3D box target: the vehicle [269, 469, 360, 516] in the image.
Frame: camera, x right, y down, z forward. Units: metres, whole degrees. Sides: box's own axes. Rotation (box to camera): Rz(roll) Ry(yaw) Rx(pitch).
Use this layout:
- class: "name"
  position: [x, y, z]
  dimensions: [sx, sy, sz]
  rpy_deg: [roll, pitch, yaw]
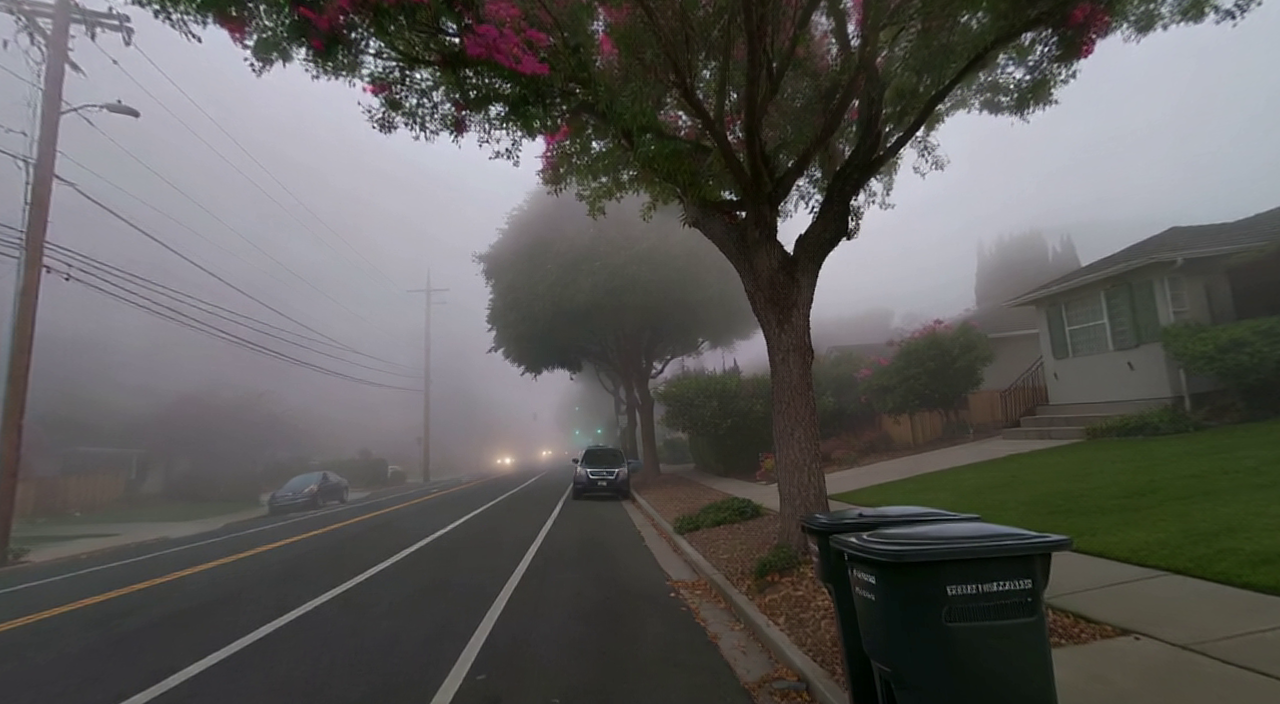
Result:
- class: "vehicle"
  position: [-13.758, 5.921, 26.979]
  dimensions: [1.982, 1.660, 4.142]
  rpy_deg: [1, -8, -6]

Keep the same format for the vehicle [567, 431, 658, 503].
- class: "vehicle"
  position: [-0.825, 3.079, 17.388]
  dimensions: [2.190, 1.708, 4.115]
  rpy_deg: [0, -8, -4]

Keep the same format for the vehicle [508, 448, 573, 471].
- class: "vehicle"
  position: [-7.766, 8.333, 49.199]
  dimensions: [4.723, 1.679, 2.218]
  rpy_deg: [2, -9, -18]
